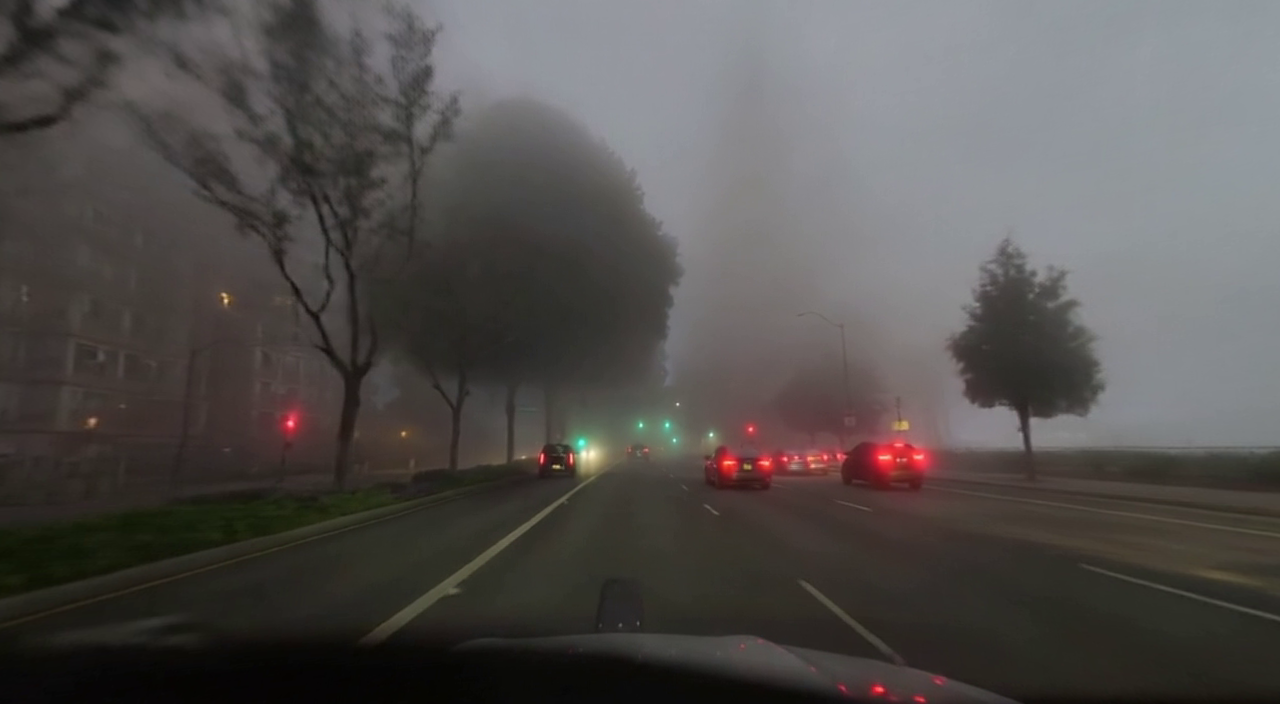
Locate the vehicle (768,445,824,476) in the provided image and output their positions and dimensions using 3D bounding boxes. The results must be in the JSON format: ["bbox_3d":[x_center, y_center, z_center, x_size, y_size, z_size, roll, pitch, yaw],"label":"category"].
[{"bbox_3d":[8.161,5.701,33.472,1.884,1.478,4.164,0,-9,0],"label":"vehicle"}]

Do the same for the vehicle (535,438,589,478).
[{"bbox_3d":[-3.770,5.228,31.350,2.155,1.797,3.989,-1,-9,0],"label":"vehicle"}]

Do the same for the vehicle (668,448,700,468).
[{"bbox_3d":[3.388,8.285,49.758,2.054,1.473,4.511,0,-9,-1],"label":"vehicle"}]

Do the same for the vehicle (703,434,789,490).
[{"bbox_3d":[3.611,3.852,22.475,2.152,1.742,4.704,0,-9,-1],"label":"vehicle"}]

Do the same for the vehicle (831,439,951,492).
[{"bbox_3d":[8.030,3.674,20.761,1.944,1.503,4.723,0,-9,0],"label":"vehicle"}]
